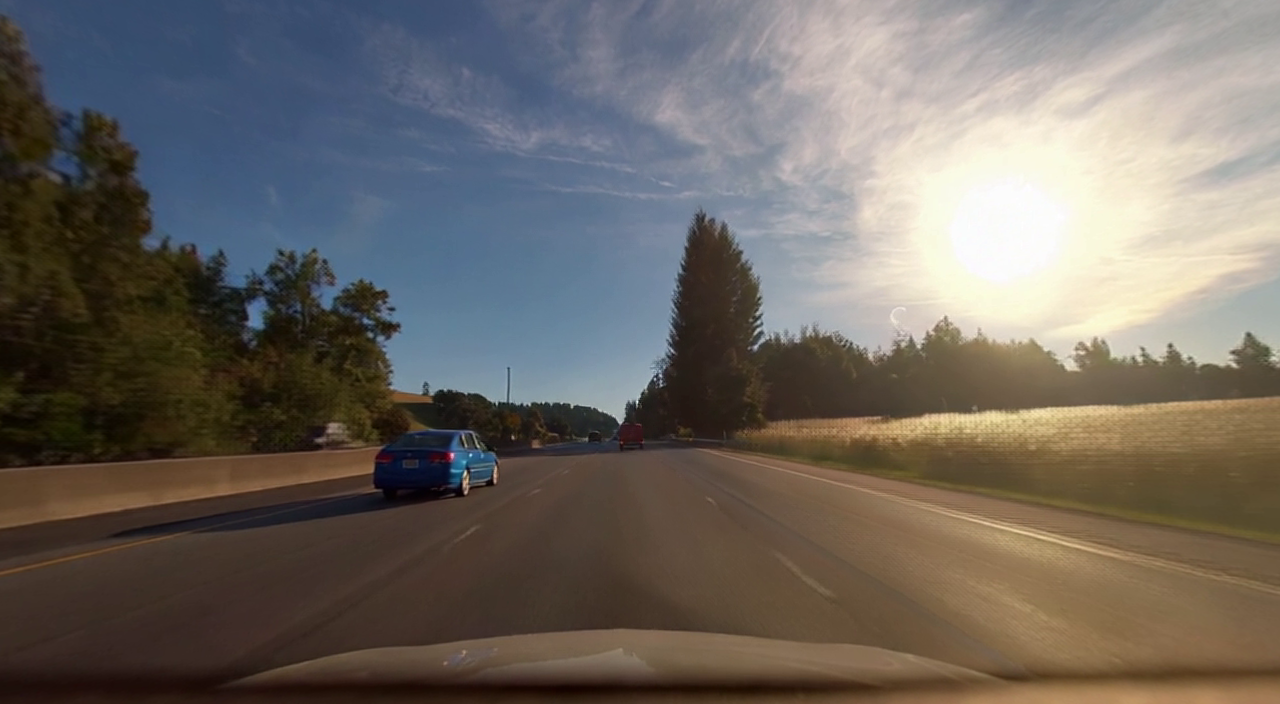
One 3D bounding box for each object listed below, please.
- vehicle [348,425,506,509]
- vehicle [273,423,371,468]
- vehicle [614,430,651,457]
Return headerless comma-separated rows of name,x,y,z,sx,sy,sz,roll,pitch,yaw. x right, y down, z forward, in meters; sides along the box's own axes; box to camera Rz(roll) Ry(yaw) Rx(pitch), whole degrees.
vehicle,-4.251,2.338,13.384,1.931,1.483,4.105,0,-8,0
vehicle,-12.856,3.788,25.797,1.893,1.689,4.182,0,-8,-1
vehicle,-0.485,5.782,39.906,2.162,1.616,4.242,0,-8,-1
